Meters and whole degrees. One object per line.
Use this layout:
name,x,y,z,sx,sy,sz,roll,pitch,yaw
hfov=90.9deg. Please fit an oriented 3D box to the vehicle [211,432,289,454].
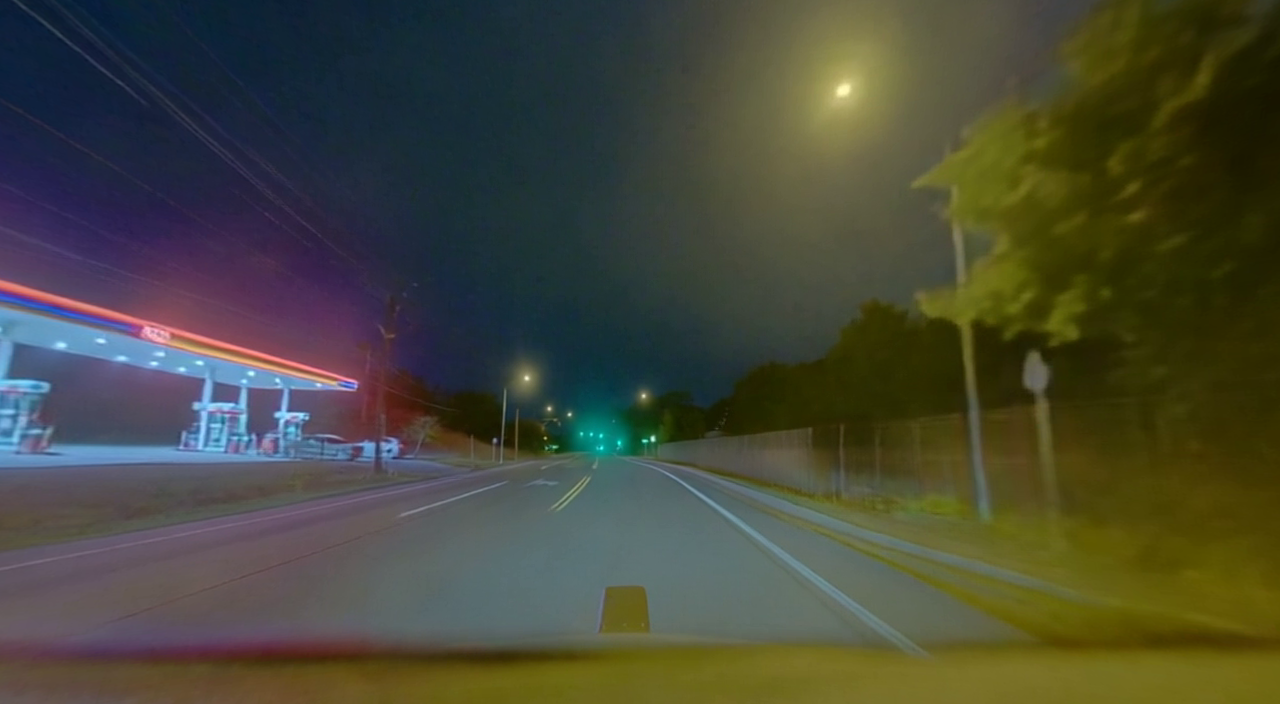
vehicle,-28.555,6.652,46.212,4.505,1.523,1.873,8,-12,-43

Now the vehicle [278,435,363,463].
vehicle,-22.234,6.768,43.939,4.907,1.827,2.121,6,-10,-35
